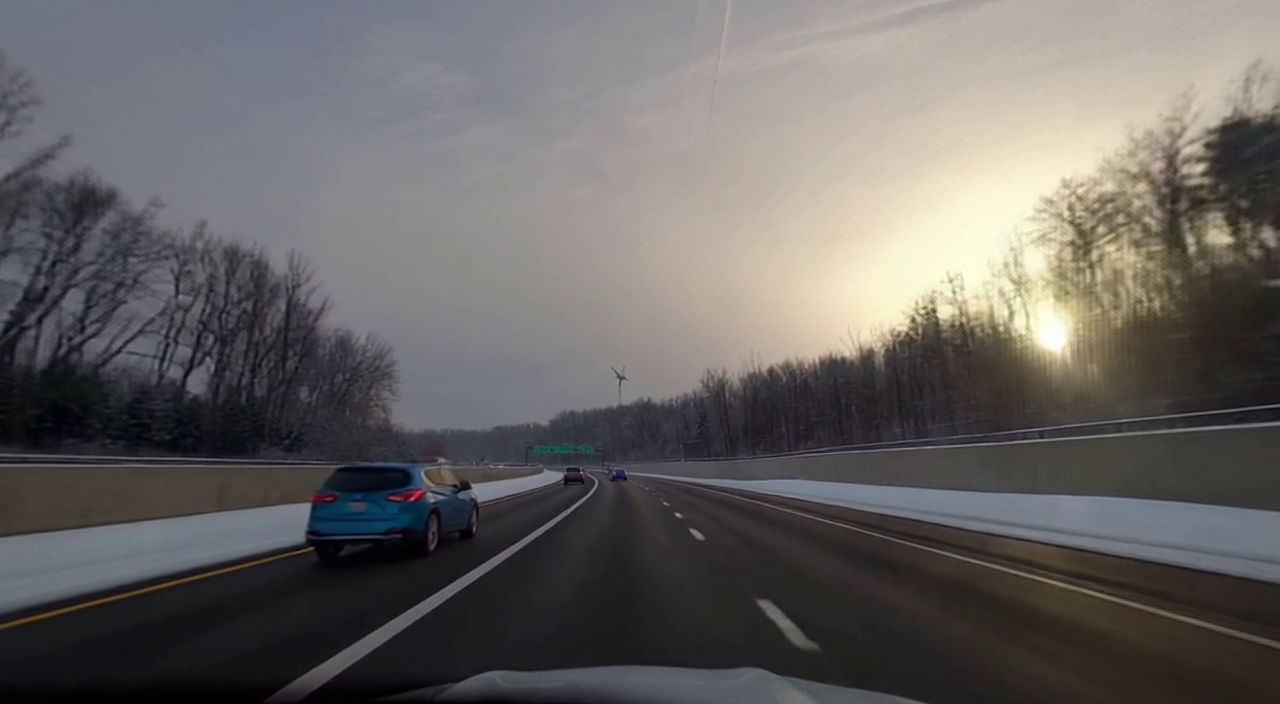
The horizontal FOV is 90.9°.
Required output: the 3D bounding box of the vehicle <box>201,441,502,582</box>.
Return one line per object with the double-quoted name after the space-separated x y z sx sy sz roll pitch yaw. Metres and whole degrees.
-3.848 2.299 9.785 2.328 1.559 5.041 1 -11 -1 "vehicle"
